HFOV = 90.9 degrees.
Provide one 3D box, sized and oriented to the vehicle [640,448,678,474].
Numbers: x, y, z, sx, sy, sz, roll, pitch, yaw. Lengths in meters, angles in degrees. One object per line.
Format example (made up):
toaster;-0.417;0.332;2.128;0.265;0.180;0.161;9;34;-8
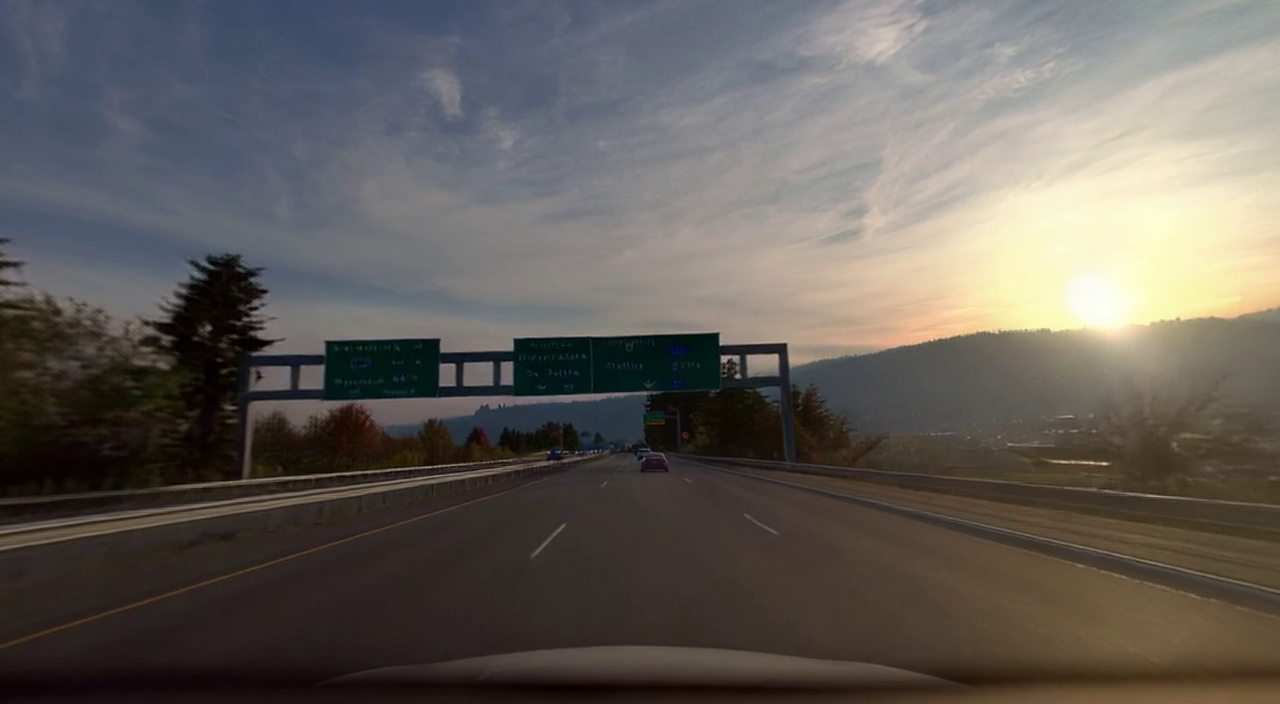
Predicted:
vehicle;1.064;6.377;37.103;2.036;1.457;3.471;0;-9;-1
